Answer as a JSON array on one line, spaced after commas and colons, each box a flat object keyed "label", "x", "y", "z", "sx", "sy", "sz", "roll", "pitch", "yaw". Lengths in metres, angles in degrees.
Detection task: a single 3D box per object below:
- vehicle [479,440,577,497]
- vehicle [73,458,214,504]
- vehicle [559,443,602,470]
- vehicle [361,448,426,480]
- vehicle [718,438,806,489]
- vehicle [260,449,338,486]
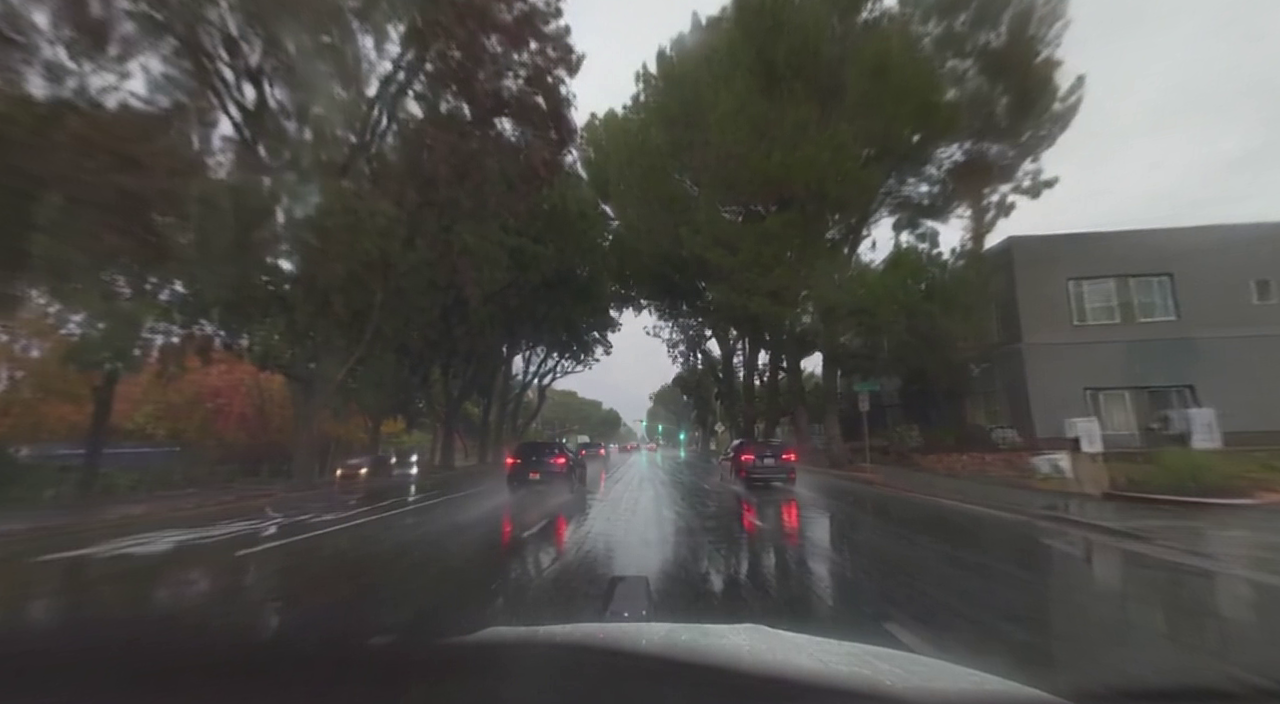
[{"label": "vehicle", "x": -3.176, "y": 3.398, "z": 18.843, "sx": 2.053, "sy": 1.480, "sz": 4.381, "roll": 0, "pitch": -8, "yaw": 1}, {"label": "vehicle", "x": -22.623, "y": 5.844, "z": 29.076, "sx": 2.006, "sy": 1.782, "sz": 5.406, "roll": 0, "pitch": -8, "yaw": 1}, {"label": "vehicle", "x": -3.447, "y": 6.161, "z": 37.348, "sx": 1.988, "sy": 1.497, "sz": 4.404, "roll": 0, "pitch": -8, "yaw": 2}, {"label": "vehicle", "x": -15.473, "y": 7.024, "z": 39.915, "sx": 2.012, "sy": 1.813, "sz": 4.910, "roll": 0, "pitch": -8, "yaw": 1}, {"label": "vehicle", "x": 3.907, "y": 3.659, "z": 21.069, "sx": 2.010, "sy": 1.486, "sz": 4.498, "roll": 0, "pitch": -8, "yaw": 0}, {"label": "vehicle", "x": -22.286, "y": 7.532, "z": 41.449, "sx": 2.523, "sy": 2.213, "sz": 4.637, "roll": 0, "pitch": -8, "yaw": -1}]
